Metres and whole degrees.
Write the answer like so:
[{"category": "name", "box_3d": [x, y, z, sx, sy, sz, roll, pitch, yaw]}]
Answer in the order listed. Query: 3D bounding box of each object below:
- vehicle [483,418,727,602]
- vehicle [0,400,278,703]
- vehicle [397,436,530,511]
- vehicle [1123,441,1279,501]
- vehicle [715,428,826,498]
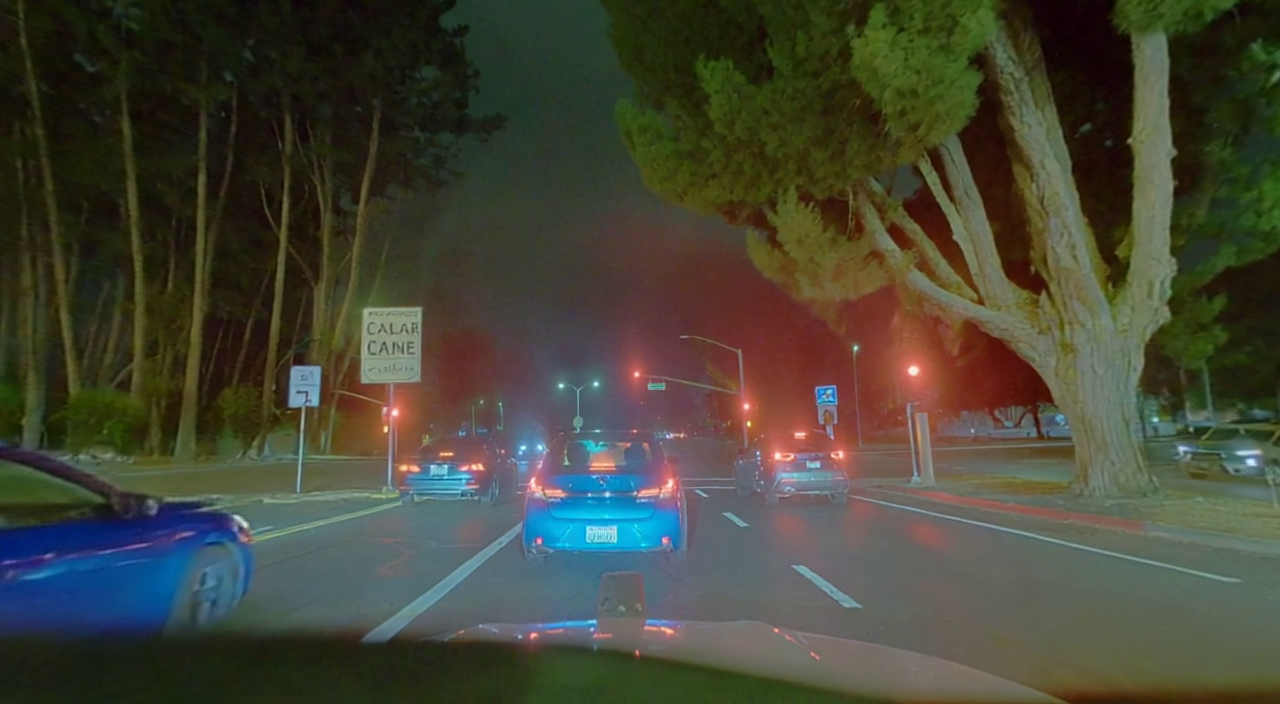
[{"category": "vehicle", "box_3d": [-0.358, 1.641, 7.495, 2.045, 1.533, 4.183, 0, -8, -2]}, {"category": "vehicle", "box_3d": [-3.741, 0.928, 2.486, 2.074, 1.485, 4.395, 0, -8, -1]}, {"category": "vehicle", "box_3d": [-3.781, 2.663, 14.293, 1.998, 1.452, 3.773, 0, -8, -2]}, {"category": "vehicle", "box_3d": [15.177, 3.030, 16.273, 3.951, 1.418, 1.842, 0, -8, -3]}, {"category": "vehicle", "box_3d": [3.427, 3.008, 17.510, 2.028, 1.678, 4.220, 0, -8, -2]}]
